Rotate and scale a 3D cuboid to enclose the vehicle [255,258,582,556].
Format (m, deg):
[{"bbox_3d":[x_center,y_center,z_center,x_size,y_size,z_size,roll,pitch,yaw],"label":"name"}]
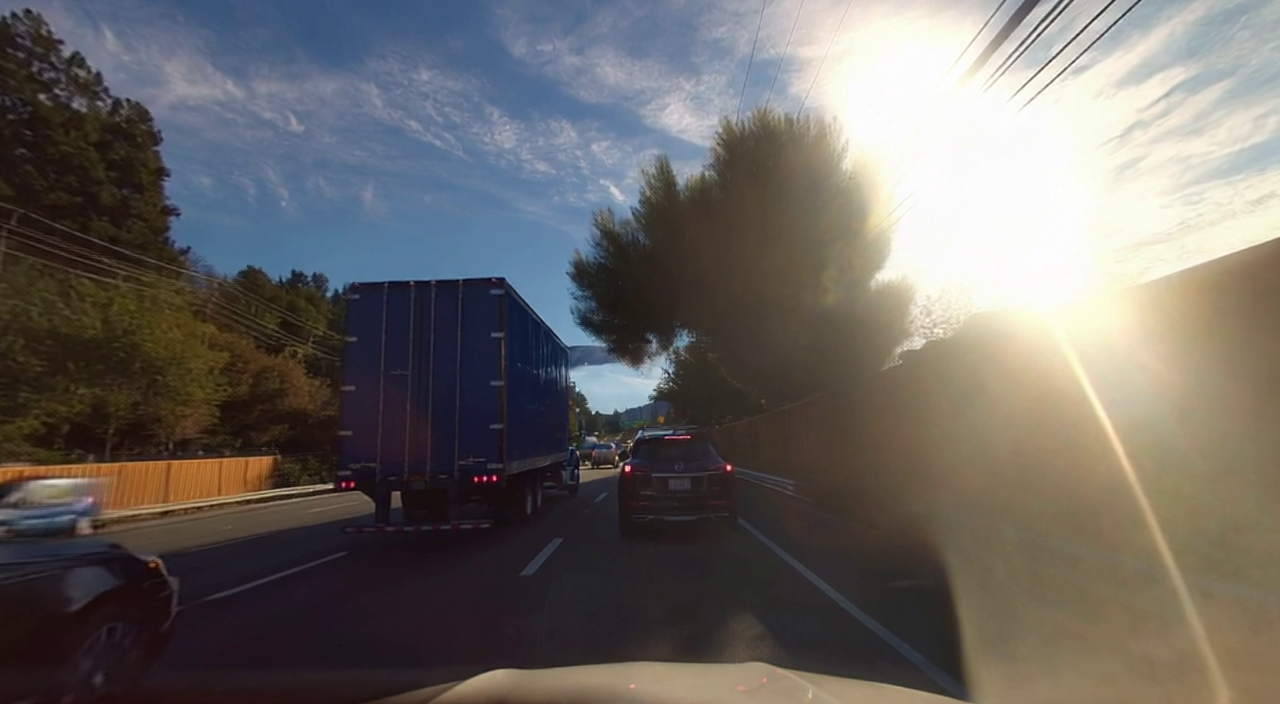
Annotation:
[{"bbox_3d":[-3.065,1.285,12.193,2.928,3.658,8.980,0,-9,1],"label":"vehicle"}]

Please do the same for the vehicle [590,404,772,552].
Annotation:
[{"bbox_3d":[0.474,1.817,9.672,2.174,1.749,4.113,0,-9,0],"label":"vehicle"}]

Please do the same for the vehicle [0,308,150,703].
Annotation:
[{"bbox_3d":[-3.129,0.525,0.293,2.093,1.832,4.508,0,-9,1],"label":"vehicle"}]
